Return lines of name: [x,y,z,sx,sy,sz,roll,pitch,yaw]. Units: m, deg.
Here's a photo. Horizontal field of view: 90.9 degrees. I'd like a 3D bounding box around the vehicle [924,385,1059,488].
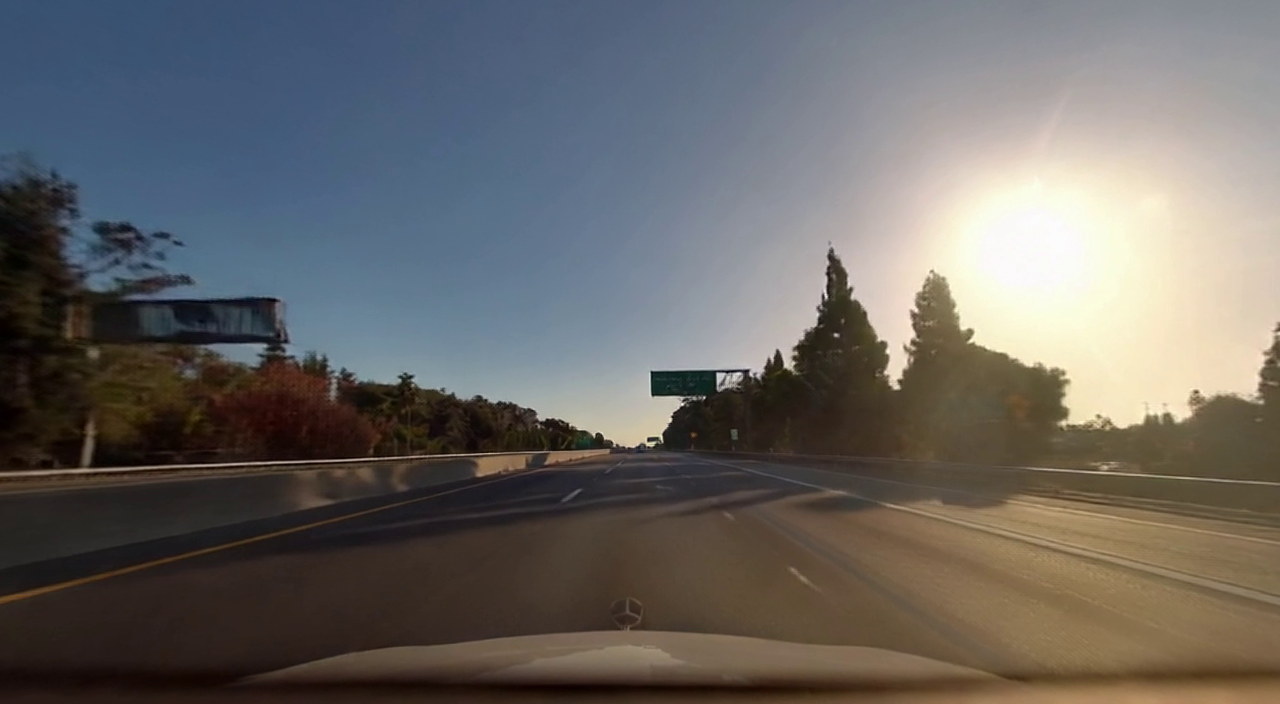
vehicle: [13.666,3.347,24.937,3.229,3.713,3.639,-1,-8,5]
